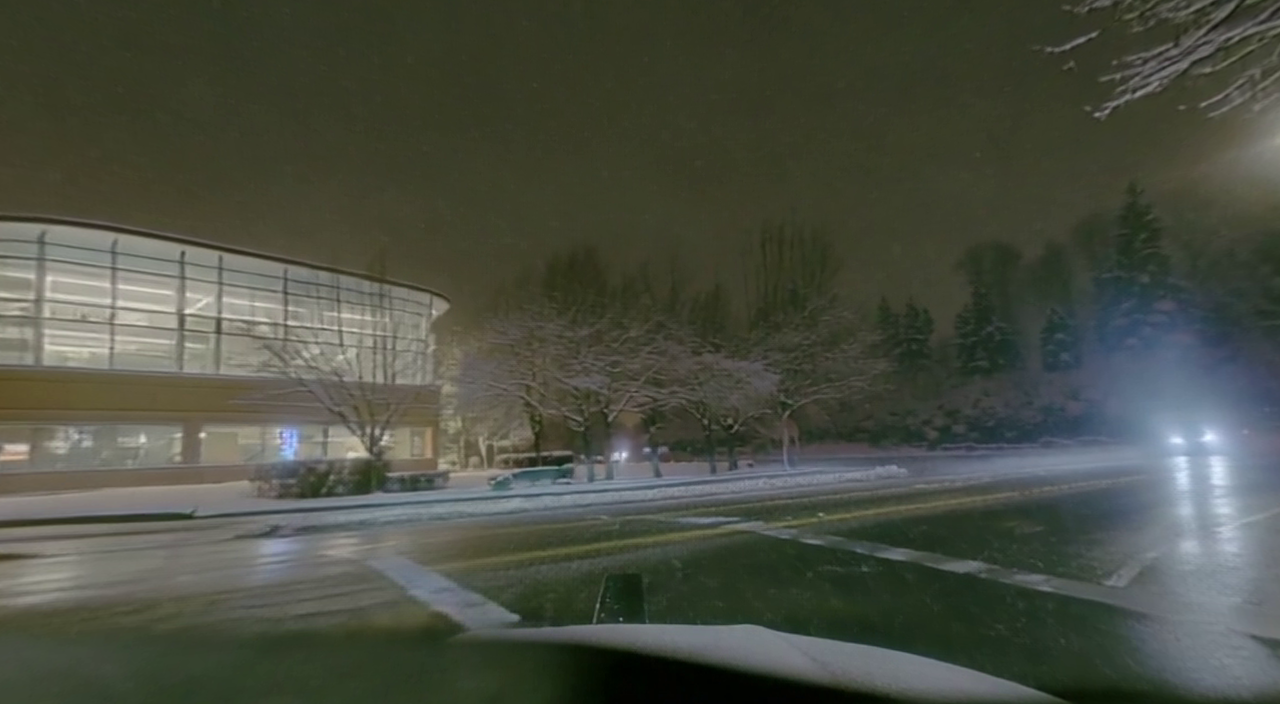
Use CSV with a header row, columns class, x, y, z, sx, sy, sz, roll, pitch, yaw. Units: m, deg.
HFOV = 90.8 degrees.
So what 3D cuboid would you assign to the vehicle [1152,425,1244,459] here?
class,x,y,z,sx,sy,sz,roll,pitch,yaw
vehicle,26.615,4.287,30.100,4.433,1.465,1.926,5,-10,-31
